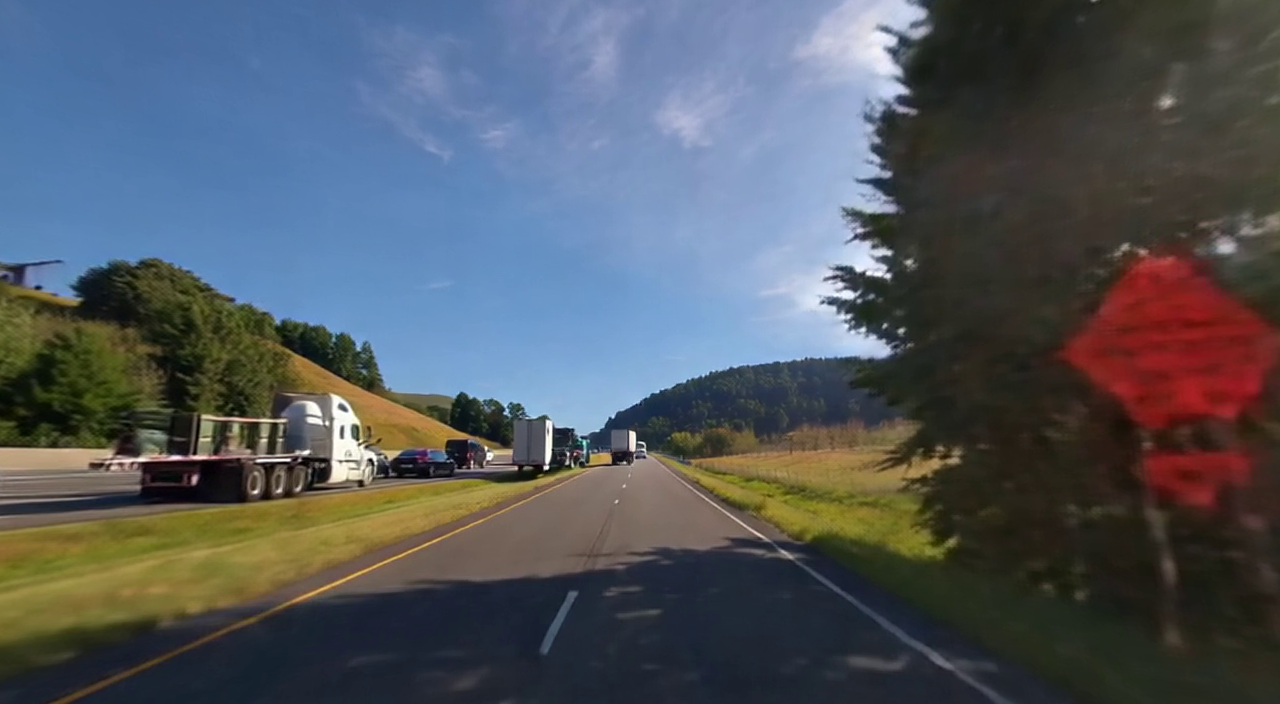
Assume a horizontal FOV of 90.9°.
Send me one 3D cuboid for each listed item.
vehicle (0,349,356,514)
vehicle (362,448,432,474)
[{"bbox_3d":[-13.348,2.631,19.698,2.745,3.617,11.590,-1,-9,4],"label":"vehicle"},{"bbox_3d":[-14.916,6.720,38.968,1.925,1.493,4.864,-1,-9,6],"label":"vehicle"}]
